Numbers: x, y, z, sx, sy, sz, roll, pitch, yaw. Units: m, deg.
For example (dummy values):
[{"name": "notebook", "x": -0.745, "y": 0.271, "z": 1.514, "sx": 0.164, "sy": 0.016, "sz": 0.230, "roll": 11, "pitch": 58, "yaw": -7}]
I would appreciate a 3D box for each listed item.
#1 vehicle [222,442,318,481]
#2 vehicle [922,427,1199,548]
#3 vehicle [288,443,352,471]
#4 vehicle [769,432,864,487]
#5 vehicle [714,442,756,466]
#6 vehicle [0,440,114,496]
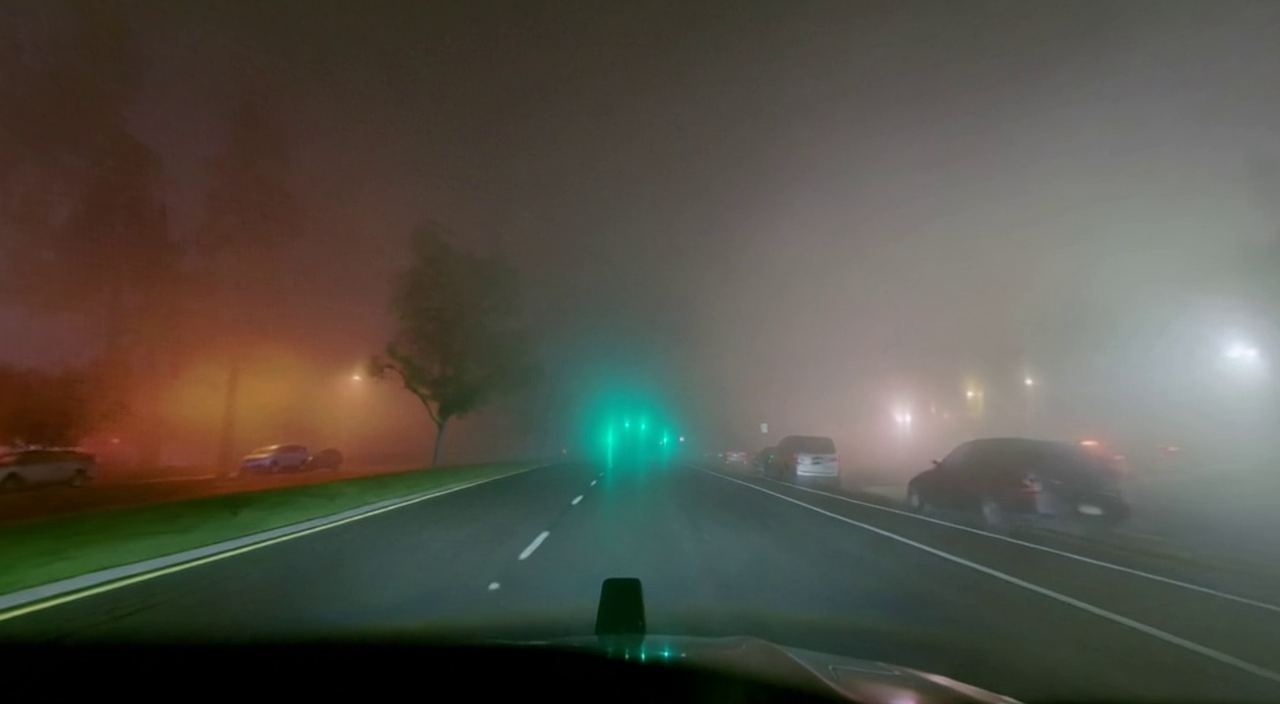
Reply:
[{"name": "vehicle", "x": -21.210, "y": 6.233, "z": 36.355, "sx": 2.196, "sy": 1.854, "sz": 5.677, "roll": -1, "pitch": -6, "yaw": -1}, {"name": "vehicle", "x": 6.940, "y": 2.249, "z": 11.123, "sx": 1.910, "sy": 1.686, "sz": 4.399, "roll": 0, "pitch": -9, "yaw": 1}, {"name": "vehicle", "x": -21.616, "y": 7.095, "z": 42.632, "sx": 1.965, "sy": 1.523, "sz": 4.798, "roll": -1, "pitch": -6, "yaw": -2}, {"name": "vehicle", "x": 6.539, "y": 4.037, "z": 23.964, "sx": 2.032, "sy": 1.844, "sz": 4.964, "roll": 0, "pitch": -9, "yaw": -2}, {"name": "vehicle", "x": 6.440, "y": 6.936, "z": 42.954, "sx": 1.922, "sy": 1.494, "sz": 4.772, "roll": 1, "pitch": -8, "yaw": -3}, {"name": "vehicle", "x": -21.633, "y": 4.038, "z": 22.290, "sx": 1.901, "sy": 1.785, "sz": 4.676, "roll": 0, "pitch": -8, "yaw": -2}]
